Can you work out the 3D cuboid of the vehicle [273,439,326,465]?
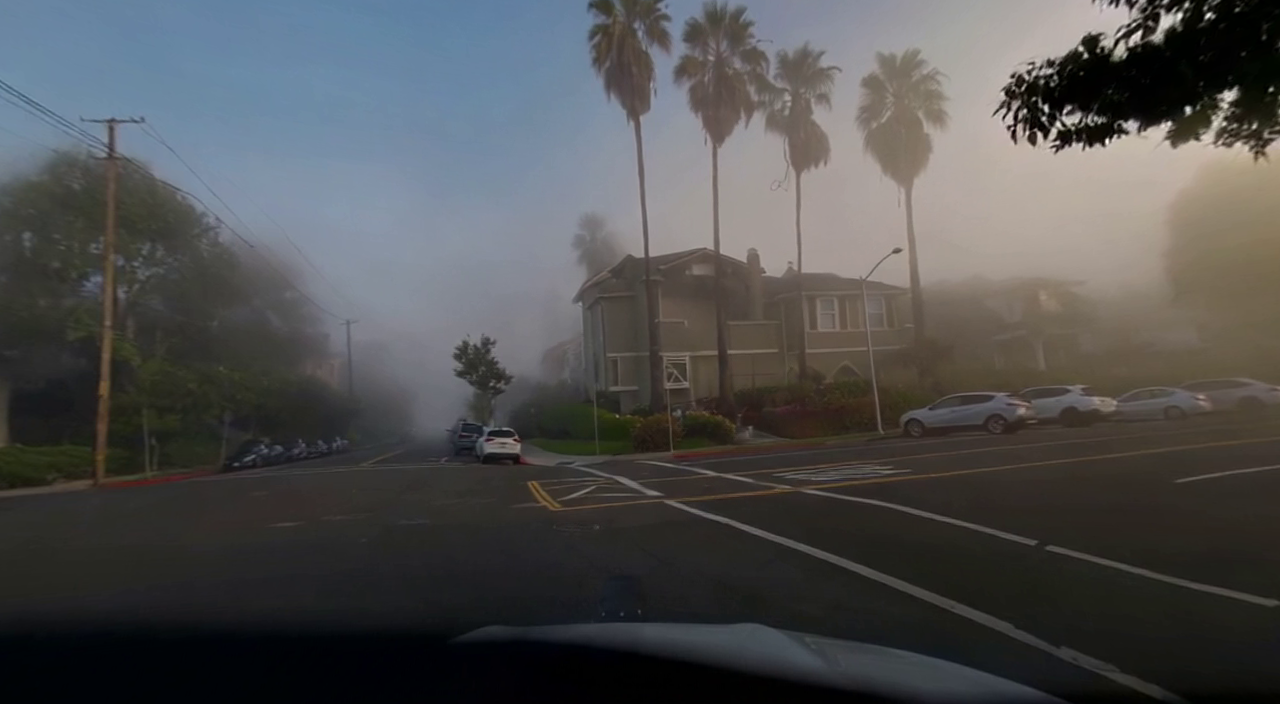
[{"bbox_3d":[-21.243,6.231,39.538,1.795,1.463,4.382,2,-9,-14],"label":"vehicle"}]

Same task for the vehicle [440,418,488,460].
[{"bbox_3d":[-9.122,4.530,32.784,2.154,2.035,4.261,2,-9,-16],"label":"vehicle"}]

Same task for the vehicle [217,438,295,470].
[{"bbox_3d":[-19.650,5.229,32.578,2.118,1.526,4.727,2,-9,-15],"label":"vehicle"}]

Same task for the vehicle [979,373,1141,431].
[{"bbox_3d":[14.916,1.893,22.688,1.995,1.772,4.273,5,-10,-30],"label":"vehicle"}]

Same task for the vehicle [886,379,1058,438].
[{"bbox_3d":[11.389,2.097,22.103,1.998,1.752,4.866,5,-10,-32],"label":"vehicle"}]

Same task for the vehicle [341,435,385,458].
[{"bbox_3d":[-19.279,6.585,44.155,2.071,1.538,4.428,2,-9,-14],"label":"vehicle"}]
